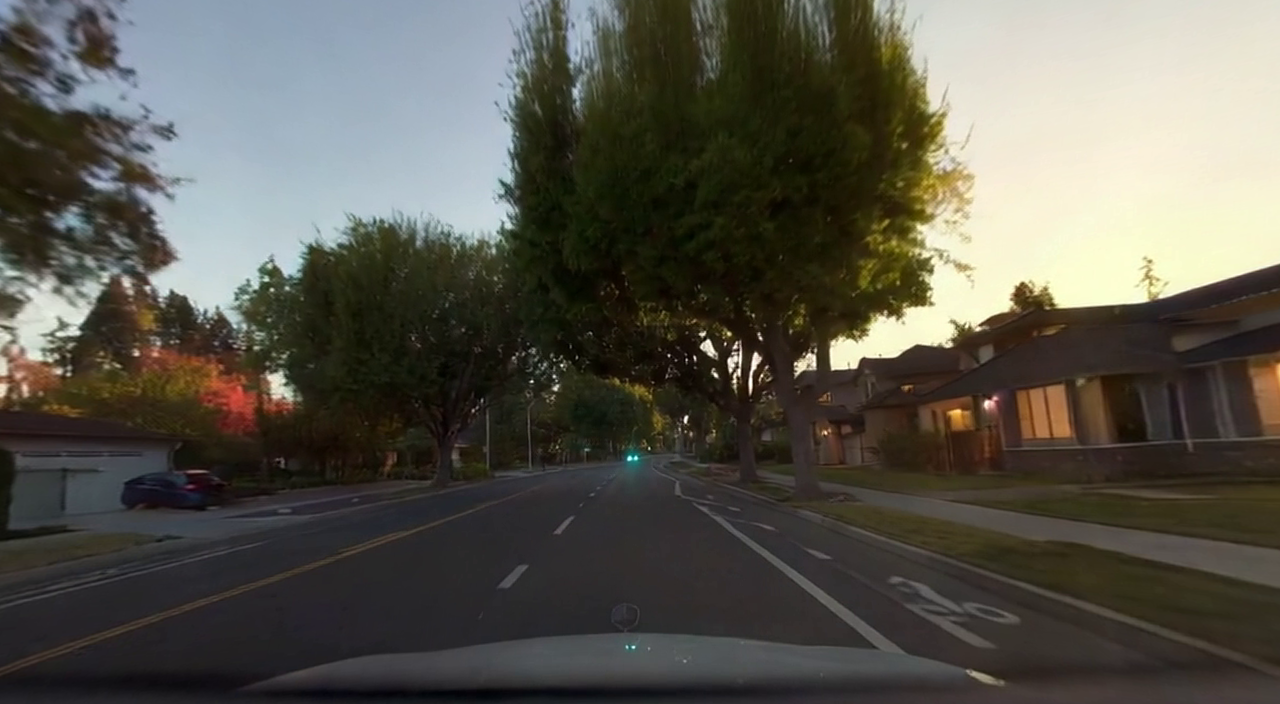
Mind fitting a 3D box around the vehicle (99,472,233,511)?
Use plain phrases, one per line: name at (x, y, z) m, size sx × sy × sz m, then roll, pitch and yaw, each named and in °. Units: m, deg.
vehicle at (-19.276, 5.674, 25.792) m, size 4.173 × 1.423 × 1.657 m, roll -1°, pitch -9°, yaw 3°
